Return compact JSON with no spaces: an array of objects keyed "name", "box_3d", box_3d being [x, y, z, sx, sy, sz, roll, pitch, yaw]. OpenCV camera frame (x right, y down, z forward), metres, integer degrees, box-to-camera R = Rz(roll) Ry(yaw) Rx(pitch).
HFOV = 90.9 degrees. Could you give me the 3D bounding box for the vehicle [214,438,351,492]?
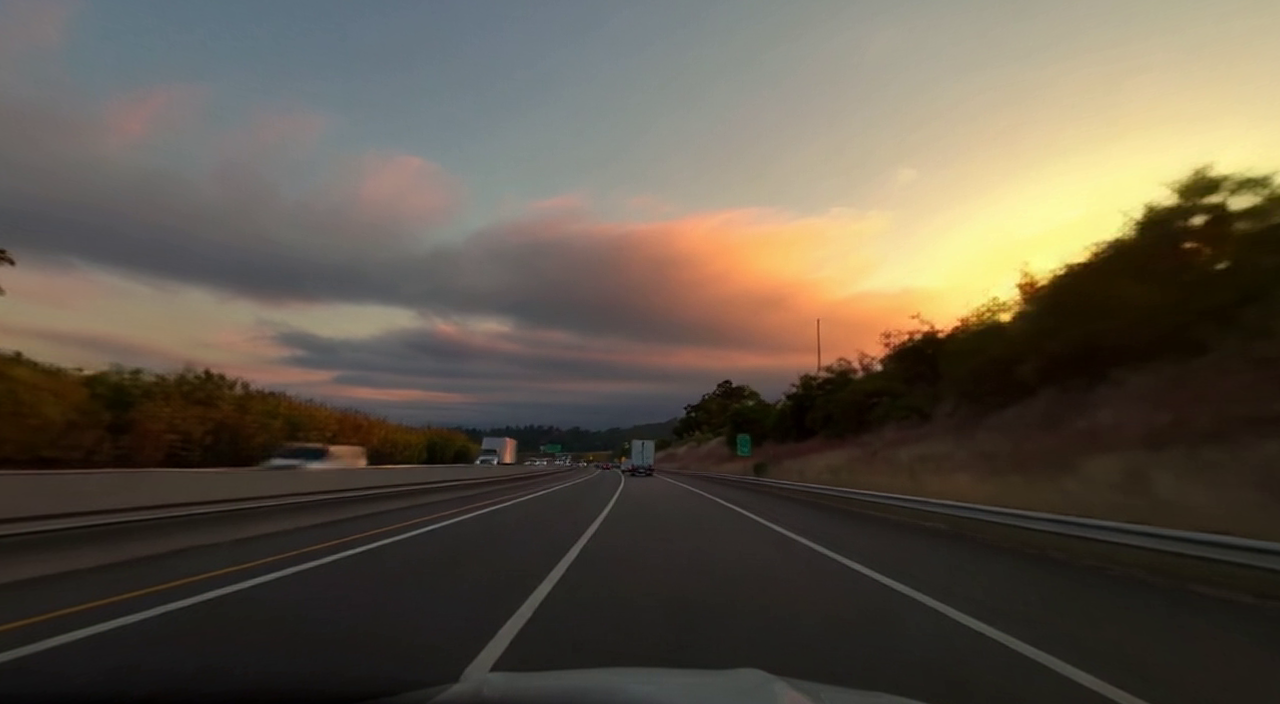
[{"name":"vehicle","box_3d":[-12.091,3.913,21.717,2.159,1.622,4.230,1,-11,0]}]
